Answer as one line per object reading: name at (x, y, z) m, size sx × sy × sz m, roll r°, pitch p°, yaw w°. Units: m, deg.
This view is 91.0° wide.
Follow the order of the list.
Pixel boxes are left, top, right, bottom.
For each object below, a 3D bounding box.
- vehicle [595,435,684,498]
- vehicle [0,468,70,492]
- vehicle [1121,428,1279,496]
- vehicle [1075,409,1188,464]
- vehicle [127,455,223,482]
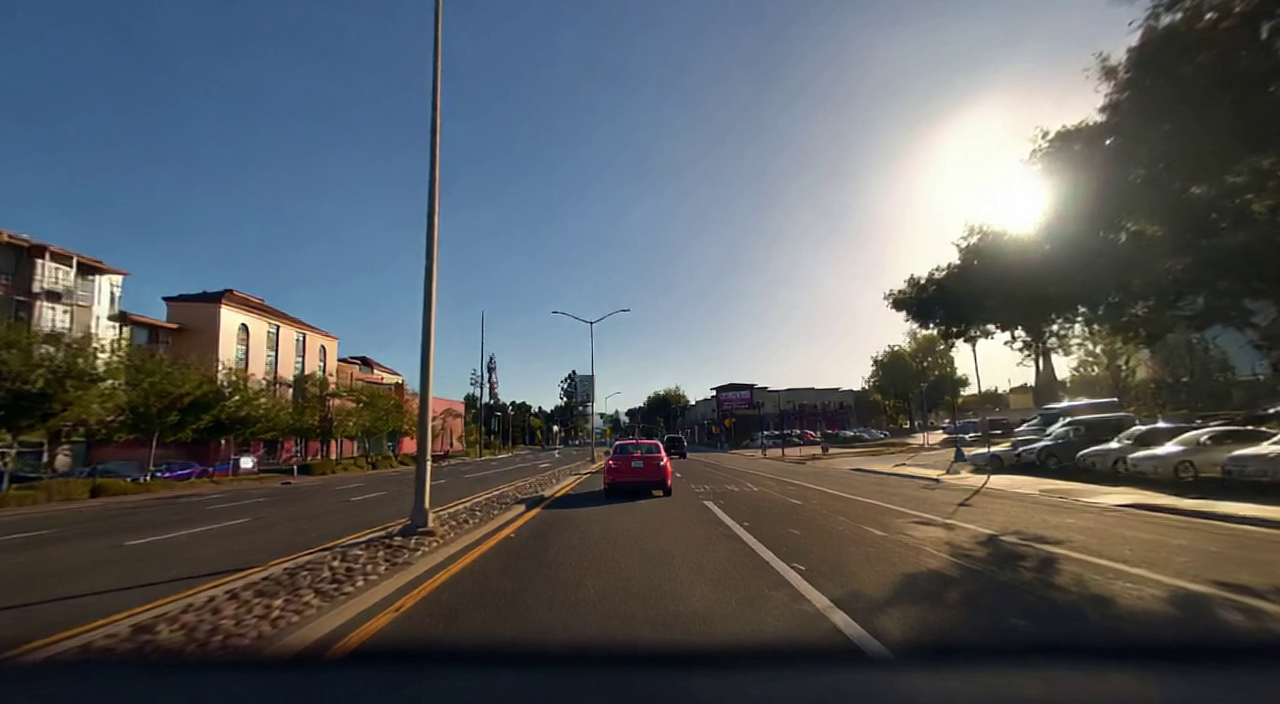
vehicle at (-0.037, 3.026, 17.010) m, size 2.126 × 1.475 × 3.967 m, roll 0°, pitch -8°, yaw -1°
vehicle at (-39.234, 8.143, 40.065) m, size 3.805 × 1.406 × 1.701 m, roll 5°, pitch -9°, yaw -21°
vehicle at (15.180, 2.724, 15.924) m, size 4.383 × 1.561 × 2.134 m, roll 1°, pitch -8°, yaw -6°
vehicle at (21.586, 3.792, 27.987) m, size 2.336 × 2.164 × 5.796 m, roll -3°, pitch -9°, yaw 22°
vehicle at (-27.823, 6.992, 37.746) m, size 4.209 × 1.497 × 1.913 m, roll 0°, pitch -9°, yaw 0°
